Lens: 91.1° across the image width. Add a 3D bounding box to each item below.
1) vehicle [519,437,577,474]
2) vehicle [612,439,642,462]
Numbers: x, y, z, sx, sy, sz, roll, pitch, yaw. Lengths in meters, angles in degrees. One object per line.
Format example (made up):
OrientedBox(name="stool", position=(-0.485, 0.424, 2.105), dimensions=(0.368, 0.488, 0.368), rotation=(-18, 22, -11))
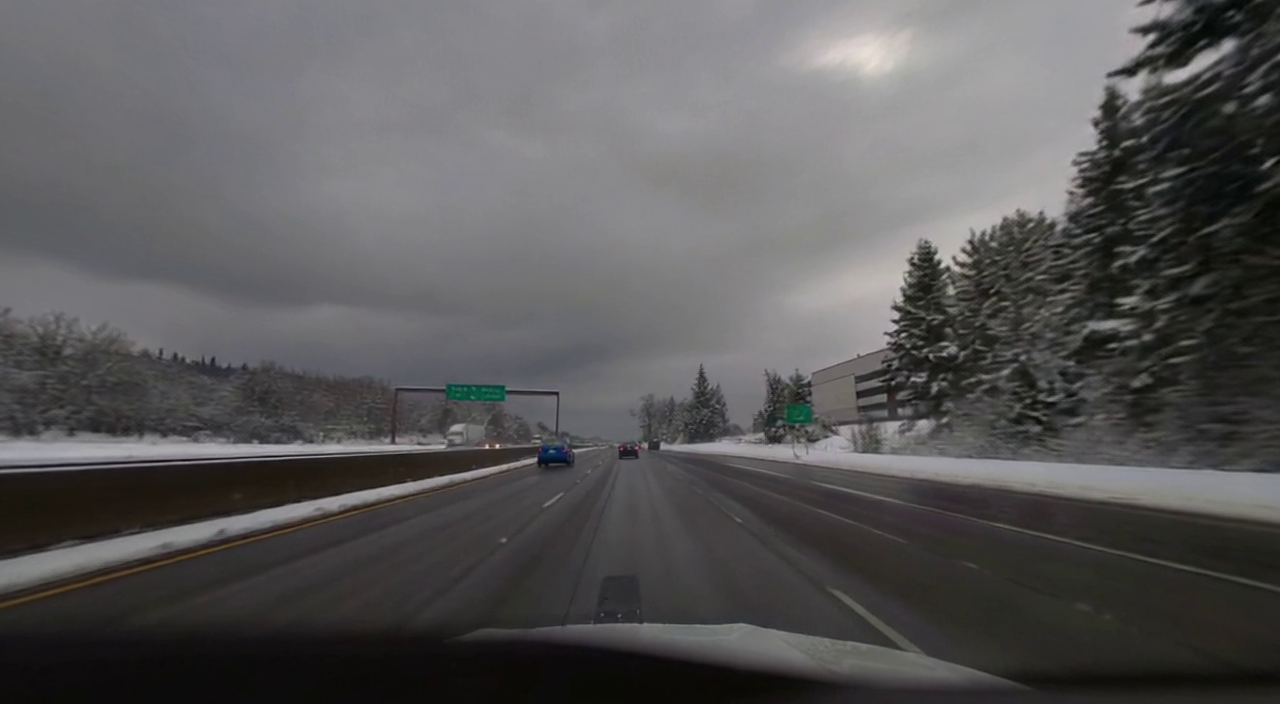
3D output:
OrientedBox(name="vehicle", position=(-4.358, 4.986, 30.452), dimensions=(2.271, 1.626, 4.463), rotation=(0, -8, -1))
OrientedBox(name="vehicle", position=(-1.056, 7.609, 48.657), dimensions=(2.196, 1.699, 4.499), rotation=(0, -8, -2))
